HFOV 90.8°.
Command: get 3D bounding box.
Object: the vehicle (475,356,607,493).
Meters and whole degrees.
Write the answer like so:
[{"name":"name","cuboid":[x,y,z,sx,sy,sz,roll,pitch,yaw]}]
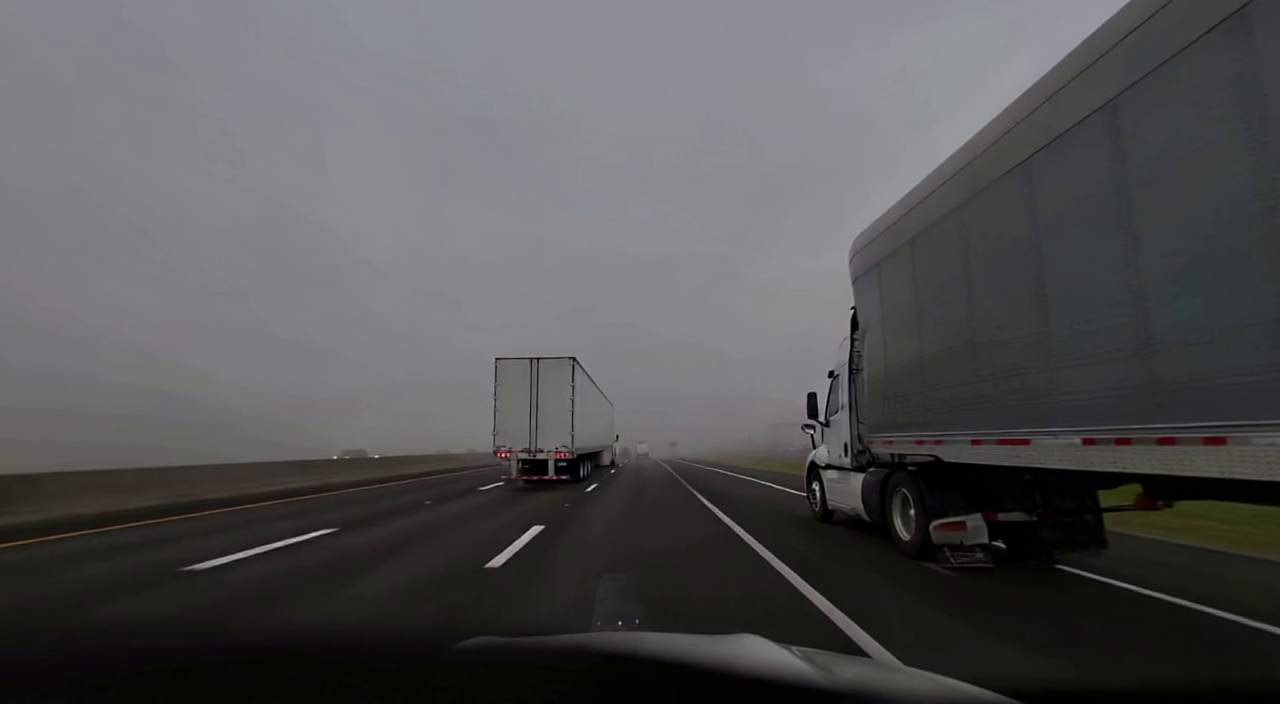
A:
[{"name":"vehicle","cuboid":[-3.419,3.362,27.308,2.939,4.132,16.303,0,-8,0]}]
